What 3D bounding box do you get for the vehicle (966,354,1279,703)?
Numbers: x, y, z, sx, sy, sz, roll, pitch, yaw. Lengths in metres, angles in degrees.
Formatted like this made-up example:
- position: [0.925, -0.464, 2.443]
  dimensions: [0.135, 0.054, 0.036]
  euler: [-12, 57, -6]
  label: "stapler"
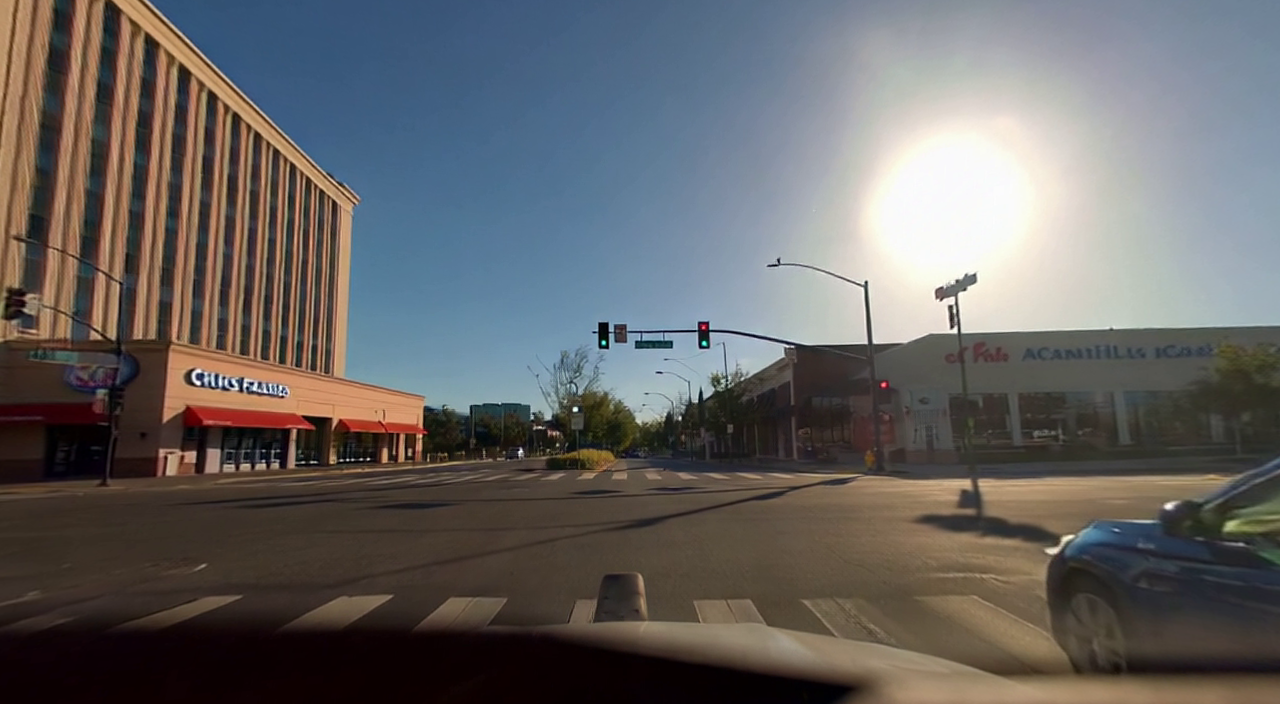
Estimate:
- position: [3.040, 0.730, 1.311]
  dimensions: [2.015, 1.641, 4.995]
  euler: [0, -9, 0]
  label: "vehicle"
